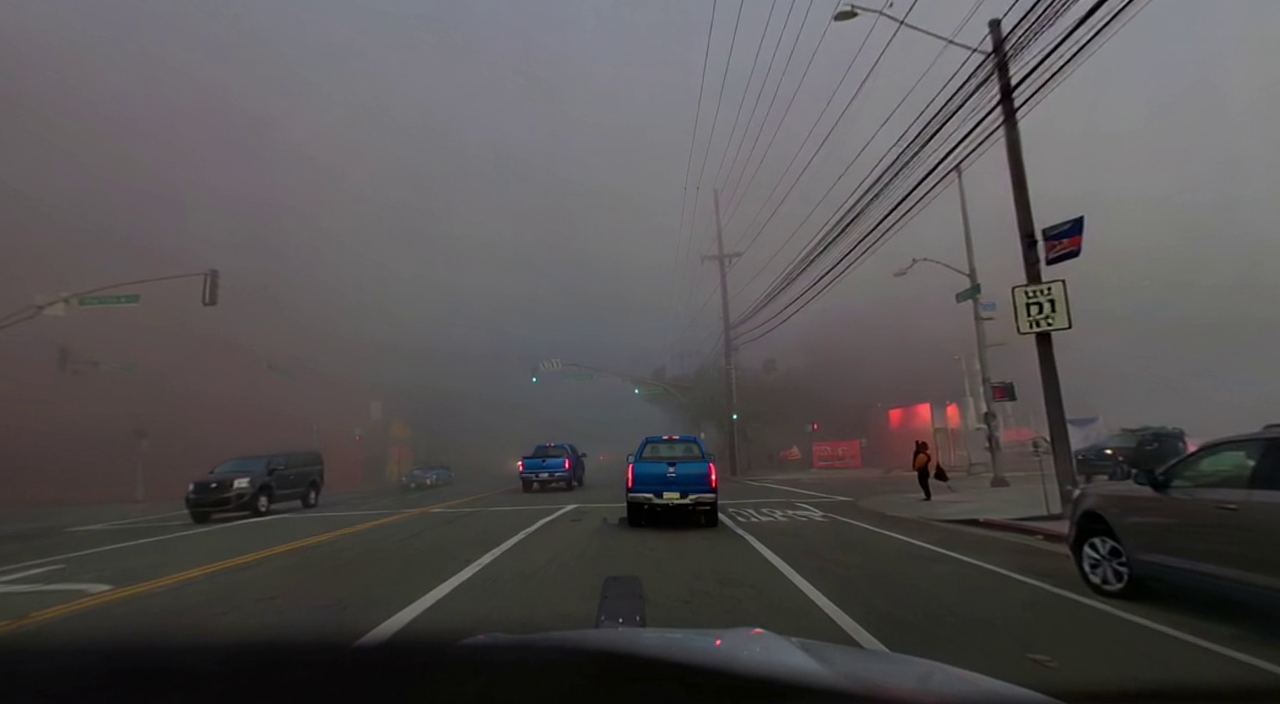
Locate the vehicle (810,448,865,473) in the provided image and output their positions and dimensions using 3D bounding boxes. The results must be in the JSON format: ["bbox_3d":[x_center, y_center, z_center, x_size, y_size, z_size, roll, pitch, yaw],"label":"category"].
[{"bbox_3d":[13.078,7.221,42.070,2.075,1.556,4.585,1,-9,-2],"label":"vehicle"}]

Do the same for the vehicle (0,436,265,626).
[{"bbox_3d":[-6.263,1.666,6.465,1.994,1.551,4.414,0,-9,1],"label":"vehicle"}]

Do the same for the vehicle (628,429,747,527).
[{"bbox_3d":[1.057,2.583,13.514,2.089,1.699,4.650,-1,-9,6],"label":"vehicle"}]

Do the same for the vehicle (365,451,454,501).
[{"bbox_3d":[-9.170,4.928,25.476,1.961,1.814,4.418,0,-9,-1],"label":"vehicle"}]

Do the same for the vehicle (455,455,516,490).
[{"bbox_3d":[-9.399,7.349,38.823,2.231,1.902,5.775,0,-9,0],"label":"vehicle"}]

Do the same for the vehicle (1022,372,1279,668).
[{"bbox_3d":[5.001,1.121,4.376,1.974,1.823,4.576,0,-9,3],"label":"vehicle"}]

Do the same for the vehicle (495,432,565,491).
[{"bbox_3d":[-6.066,6.157,35.827,2.619,2.948,7.193,0,-9,0],"label":"vehicle"}]

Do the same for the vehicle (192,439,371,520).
[{"bbox_3d":[-9.853,3.509,18.023,2.081,1.925,5.632,1,-9,-4],"label":"vehicle"}]

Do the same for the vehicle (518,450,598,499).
[{"bbox_3d":[-2.848,4.390,22.984,1.995,1.554,4.618,0,-9,4],"label":"vehicle"}]
